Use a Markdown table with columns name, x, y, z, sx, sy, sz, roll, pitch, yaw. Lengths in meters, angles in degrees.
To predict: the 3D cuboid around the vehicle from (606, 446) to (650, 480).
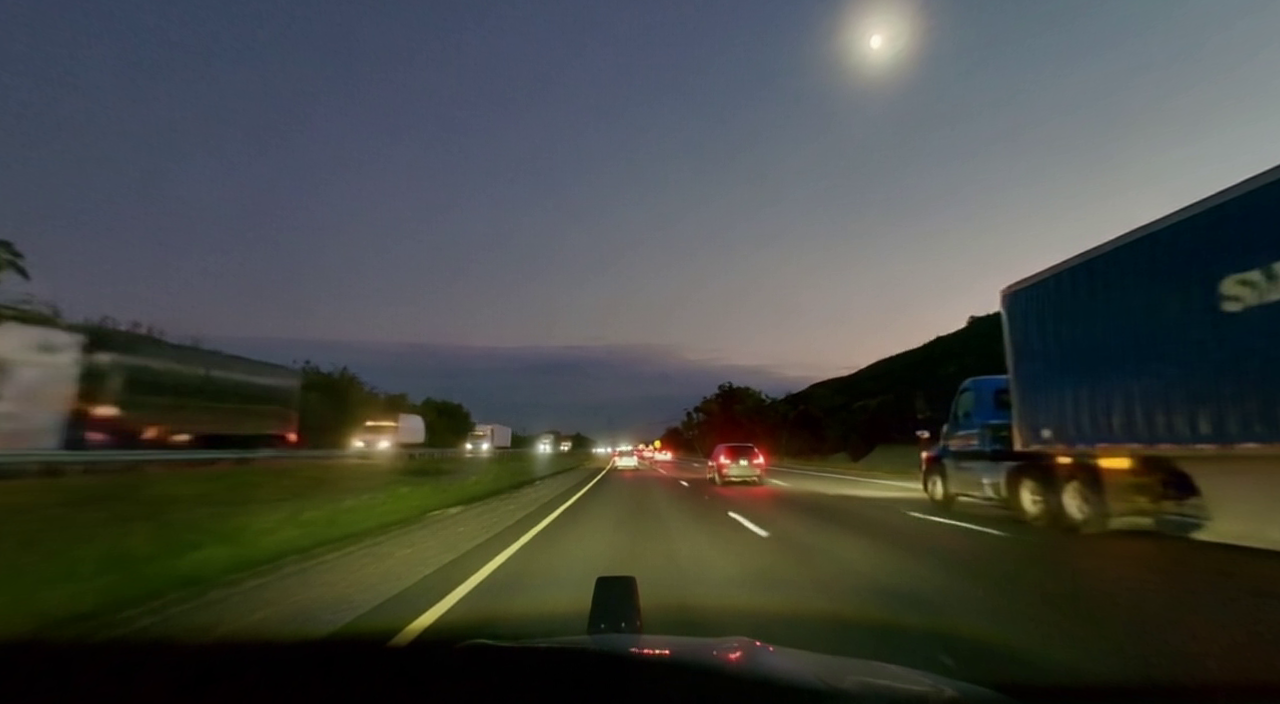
| name | x | y | z | sx | sy | sz | roll | pitch | yaw |
| --- | --- | --- | --- | --- | --- | --- | --- | --- | --- |
| vehicle | -0.642 | 5.472 | 31.313 | 2.050 | 1.534 | 3.771 | 0 | -9 | -2 |

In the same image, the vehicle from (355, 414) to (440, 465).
| name | x | y | z | sx | sy | sz | roll | pitch | yaw |
| --- | --- | --- | --- | --- | --- | --- | --- | --- | --- |
| vehicle | -13.317 | 4.937 | 35.182 | 2.216 | 2.612 | 6.339 | 0 | -9 | 0 |

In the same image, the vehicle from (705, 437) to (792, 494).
| name | x | y | z | sx | sy | sz | roll | pitch | yaw |
| --- | --- | --- | --- | --- | --- | --- | --- | --- | --- |
| vehicle | 3.321 | 3.593 | 20.154 | 2.013 | 1.623 | 3.916 | 0 | -9 | -1 |

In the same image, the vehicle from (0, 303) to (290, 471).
| name | x | y | z | sx | sy | sz | roll | pitch | yaw |
| --- | --- | --- | --- | --- | --- | --- | --- | --- | --- |
| vehicle | -16.425 | 1.426 | 18.583 | 2.926 | 3.856 | 16.459 | 0 | -9 | 0 |

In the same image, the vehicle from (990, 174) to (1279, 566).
| name | x | y | z | sx | sy | sz | roll | pitch | yaw |
| --- | --- | --- | --- | --- | --- | --- | --- | --- | --- |
| vehicle | 8.075 | -0.124 | 4.511 | 2.965 | 3.990 | 14.227 | 0 | -9 | 0 |
